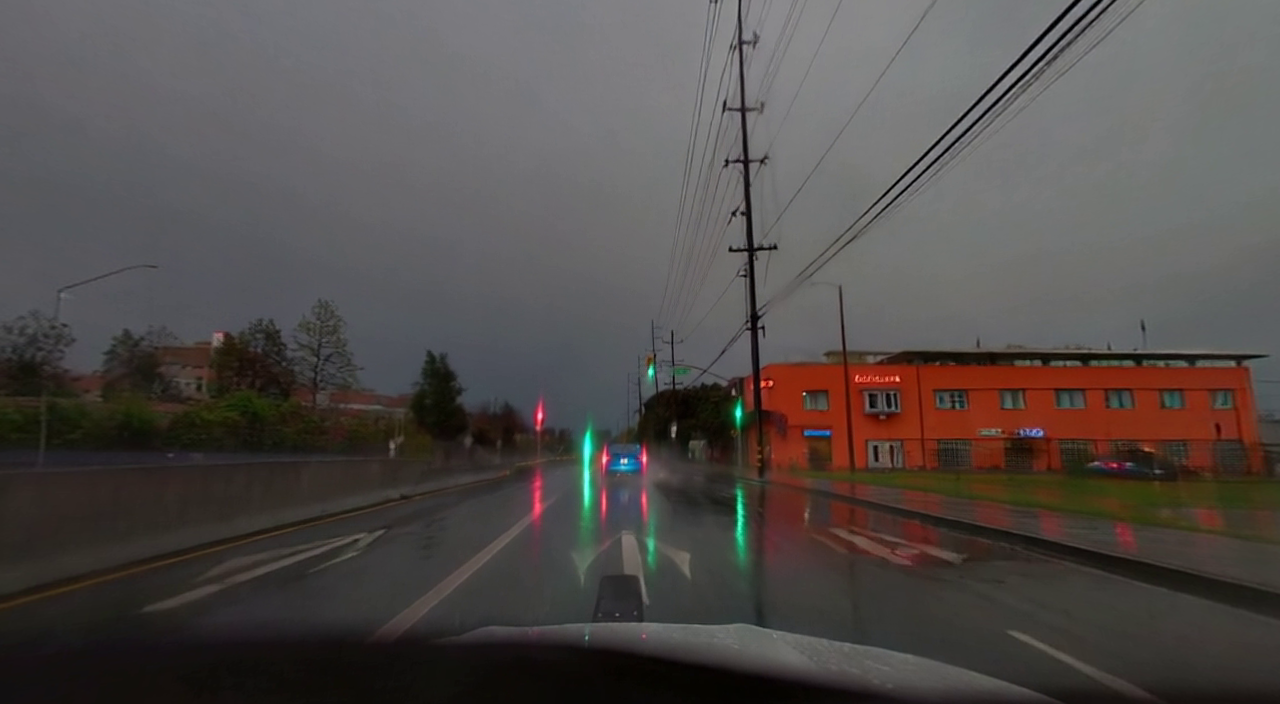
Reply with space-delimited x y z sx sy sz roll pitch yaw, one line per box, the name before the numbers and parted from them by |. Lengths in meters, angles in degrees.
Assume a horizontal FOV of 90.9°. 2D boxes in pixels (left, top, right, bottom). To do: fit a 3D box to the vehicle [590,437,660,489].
vehicle | -0.508 3.648 21.115 2.123 1.566 3.662 0 -8 -1
